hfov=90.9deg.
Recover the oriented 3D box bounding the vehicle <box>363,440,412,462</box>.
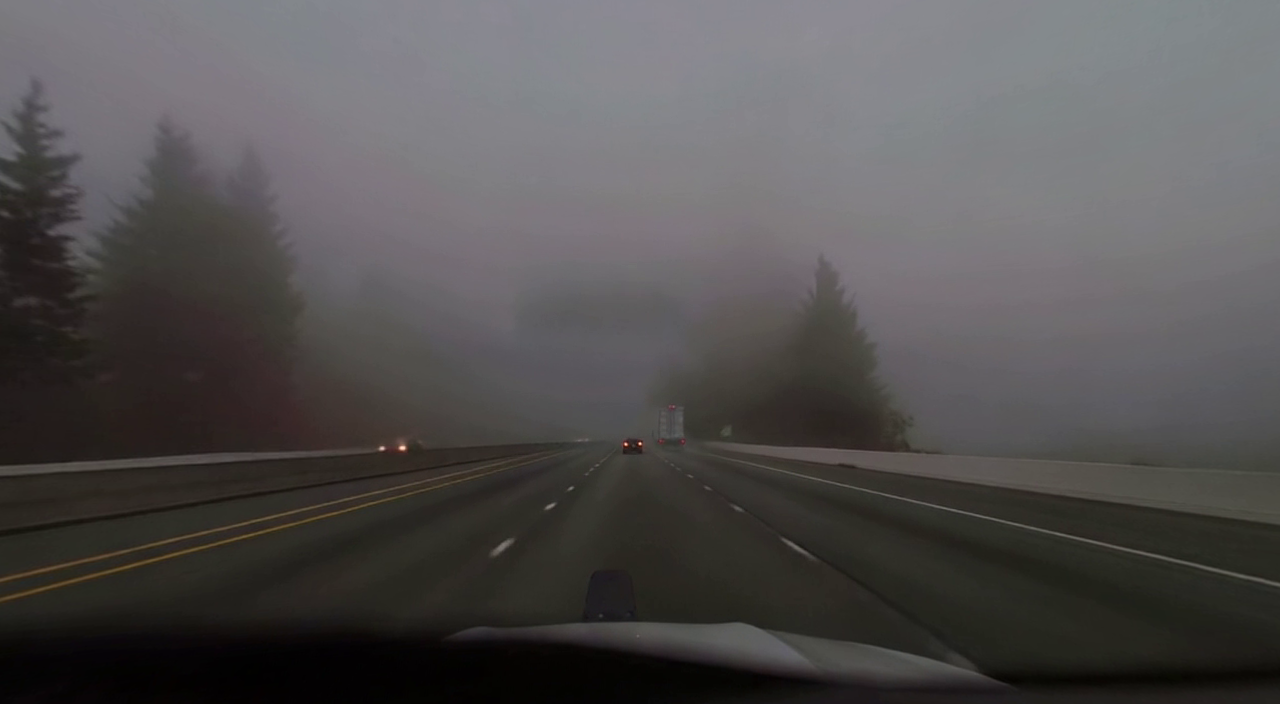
[{"bbox_3d":[-17.248,6.758,43.263,1.719,1.428,3.944,0,-8,-1],"label":"vehicle"}]
